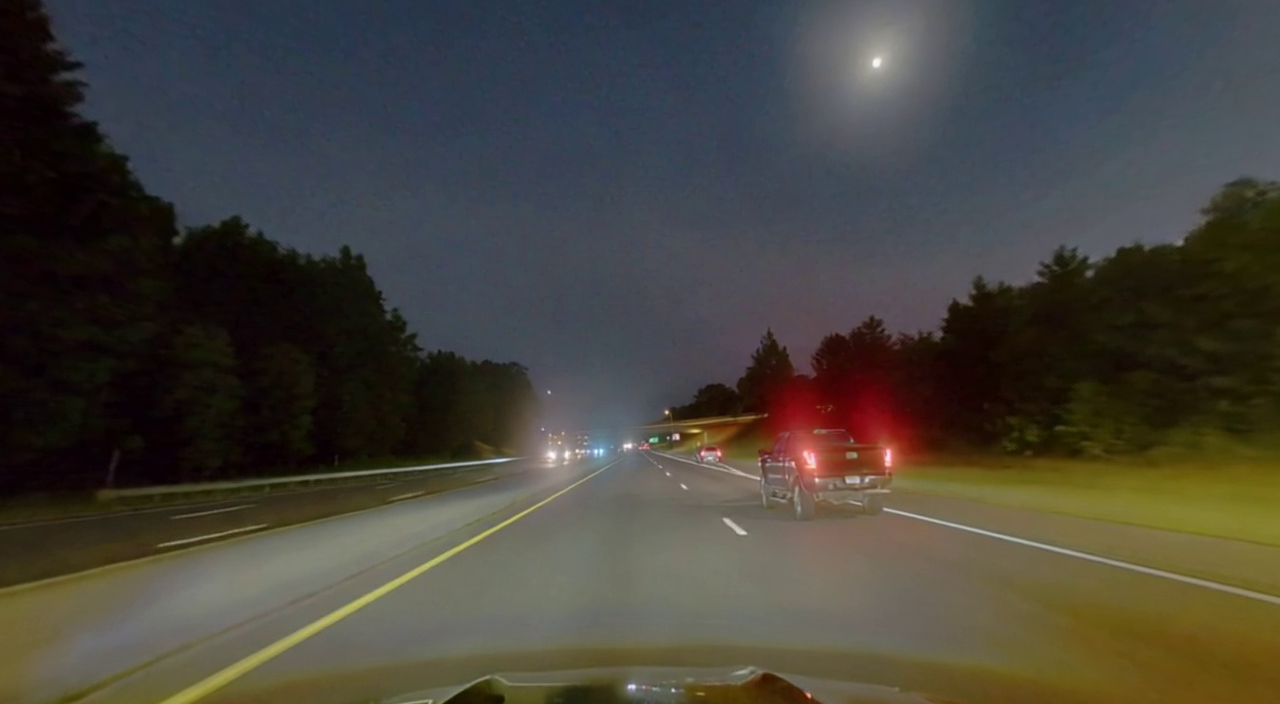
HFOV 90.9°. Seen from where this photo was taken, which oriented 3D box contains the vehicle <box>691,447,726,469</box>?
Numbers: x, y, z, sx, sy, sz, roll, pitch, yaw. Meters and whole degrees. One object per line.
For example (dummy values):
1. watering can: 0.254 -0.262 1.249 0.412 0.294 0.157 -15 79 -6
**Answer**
1. vehicle: 4.794 7.443 44.469 1.987 1.473 4.244 0 -9 0
